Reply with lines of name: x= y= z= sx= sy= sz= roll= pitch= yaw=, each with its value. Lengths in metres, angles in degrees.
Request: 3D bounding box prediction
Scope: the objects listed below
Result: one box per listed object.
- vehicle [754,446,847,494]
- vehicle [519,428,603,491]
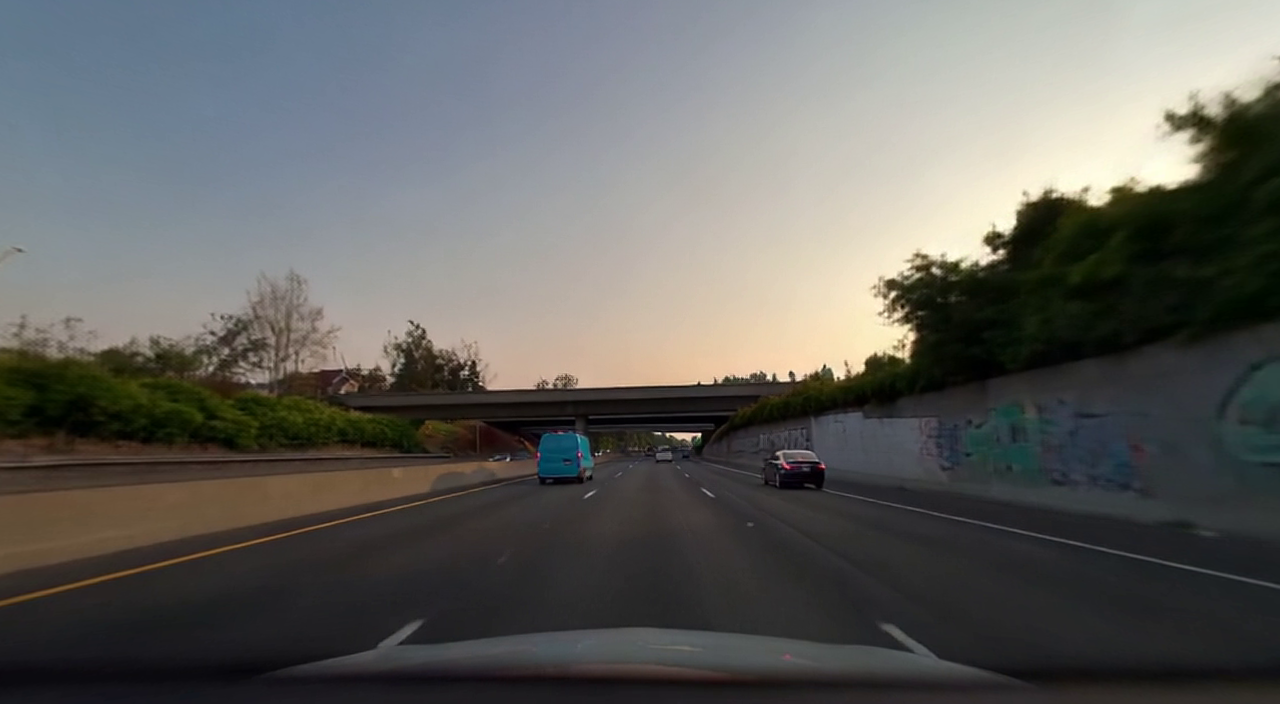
vehicle: x=5.487 y=4.053 z=22.195 sx=1.972 sy=1.492 sz=4.623 roll=0 pitch=-9 yaw=-1
vehicle: x=-2.708 y=3.876 z=23.039 sx=2.310 sy=2.030 sz=5.094 roll=0 pitch=-9 yaw=1
